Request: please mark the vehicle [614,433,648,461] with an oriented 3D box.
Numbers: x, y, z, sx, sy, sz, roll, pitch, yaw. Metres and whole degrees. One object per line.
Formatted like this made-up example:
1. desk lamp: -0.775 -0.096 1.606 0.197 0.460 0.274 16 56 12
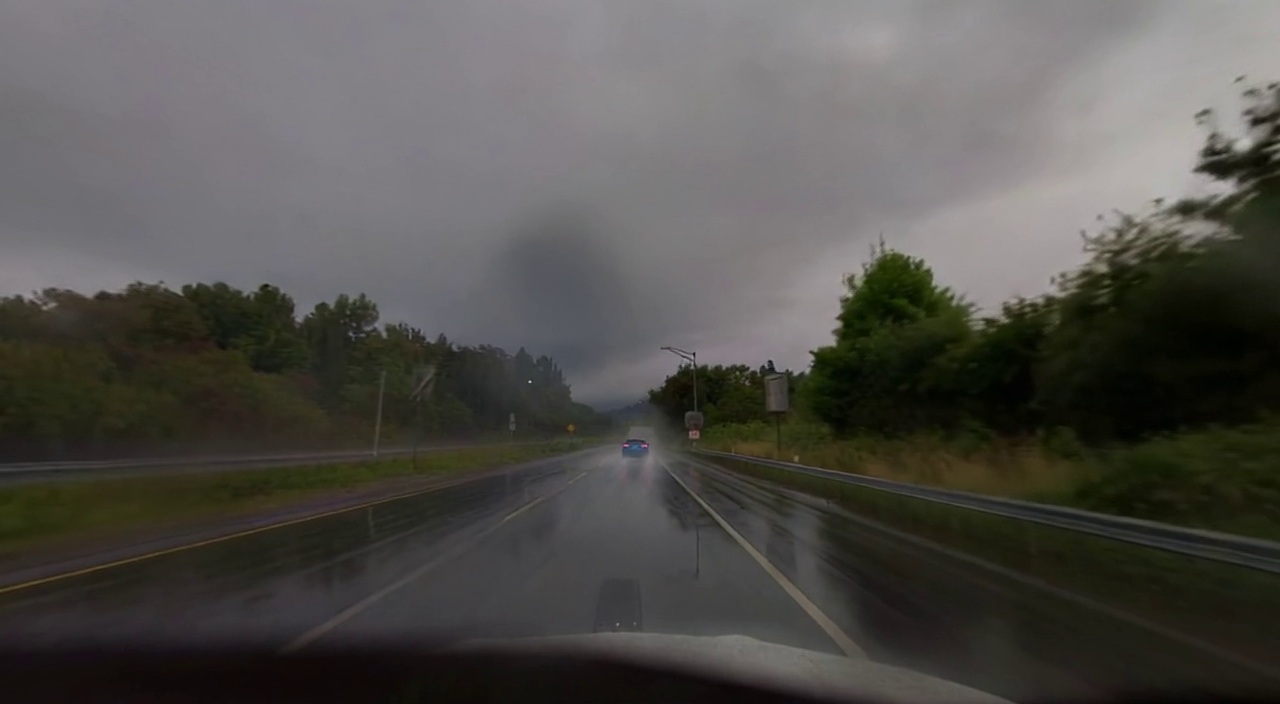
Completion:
1. vehicle: -0.616 6.325 42.107 2.180 1.717 4.139 0 -8 -1
